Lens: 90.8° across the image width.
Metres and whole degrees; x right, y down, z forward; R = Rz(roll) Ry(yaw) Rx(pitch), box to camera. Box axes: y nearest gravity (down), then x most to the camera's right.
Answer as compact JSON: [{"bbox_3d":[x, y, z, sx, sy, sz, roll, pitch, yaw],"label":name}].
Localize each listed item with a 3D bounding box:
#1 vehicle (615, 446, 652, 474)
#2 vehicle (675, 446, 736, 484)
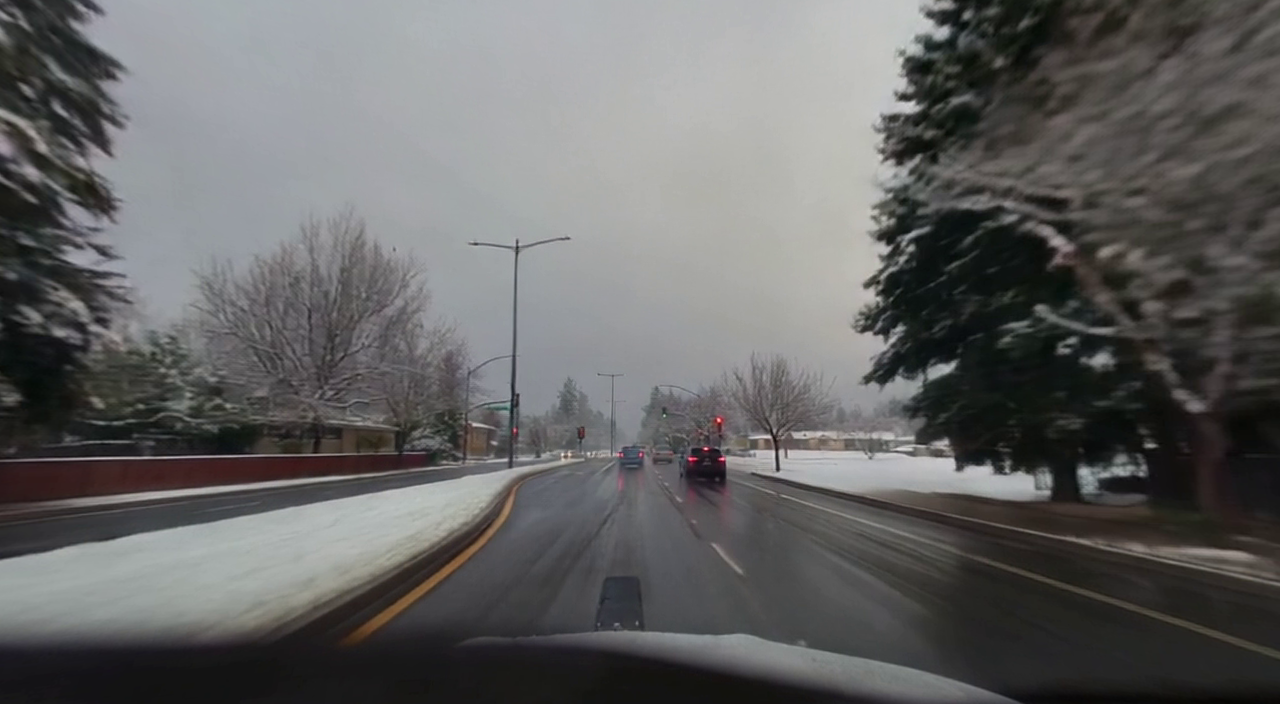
[{"bbox_3d":[-0.393,6.345,37.401,2.018,1.511,3.993,0,-8,-1],"label":"vehicle"},{"bbox_3d":[2.706,4.784,27.110,2.057,1.496,4.401,0,-8,-1],"label":"vehicle"}]
